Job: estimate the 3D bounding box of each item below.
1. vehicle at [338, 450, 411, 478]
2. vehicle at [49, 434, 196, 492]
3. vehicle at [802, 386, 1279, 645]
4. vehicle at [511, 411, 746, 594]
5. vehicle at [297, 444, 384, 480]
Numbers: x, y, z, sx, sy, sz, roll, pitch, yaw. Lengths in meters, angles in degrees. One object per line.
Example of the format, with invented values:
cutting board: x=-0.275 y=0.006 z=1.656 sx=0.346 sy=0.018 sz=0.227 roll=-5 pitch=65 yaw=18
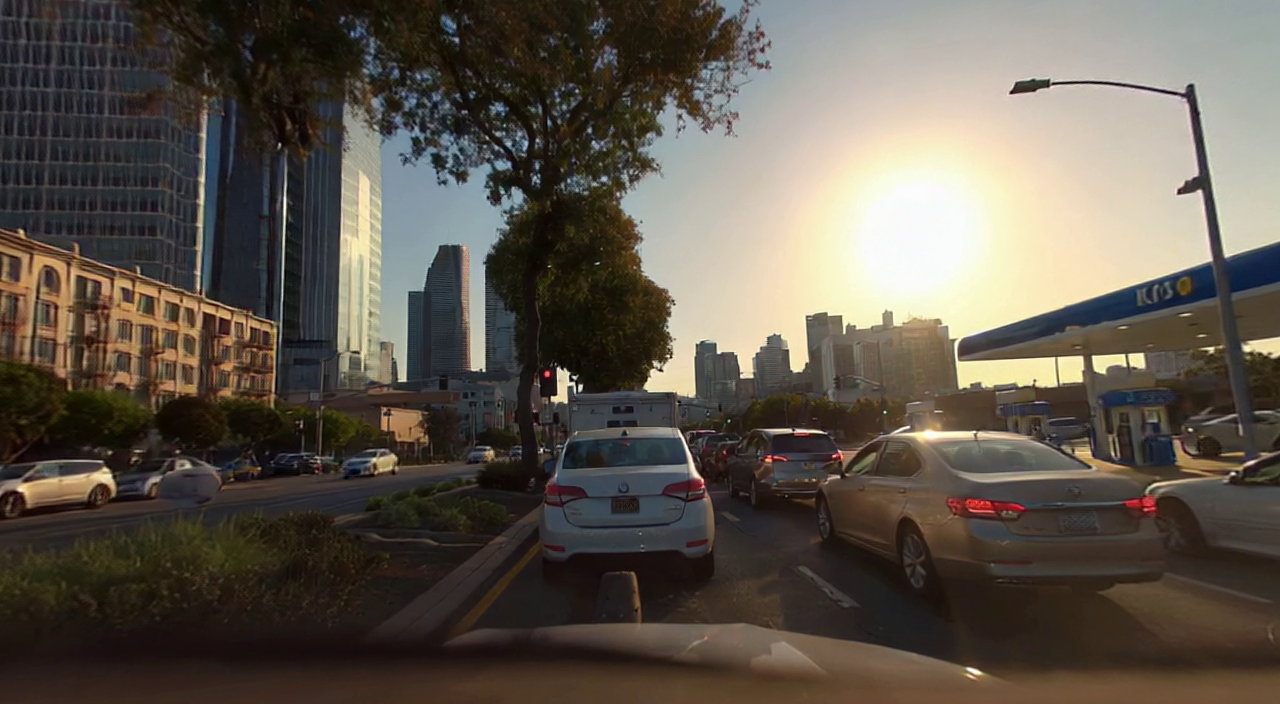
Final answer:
vehicle: x=-14.809 y=6.242 z=35.509 sx=2.011 sy=1.465 sz=4.528 roll=-1 pitch=-9 yaw=1
vehicle: x=-26.933 y=5.758 z=33.316 sx=2.571 sy=2.711 sz=6.027 roll=0 pitch=-9 yaw=-1
vehicle: x=3.369 y=1.411 z=6.482 sx=2.056 sy=1.700 sz=4.399 roll=0 pitch=-9 yaw=-2
vehicle: x=-0.142 y=1.634 z=7.610 sx=2.106 sy=1.613 sz=3.697 roll=0 pitch=-9 yaw=-1
vehicle: x=-17.864 y=6.541 z=38.064 sx=2.325 sy=1.938 sz=5.913 roll=0 pitch=-9 yaw=0
